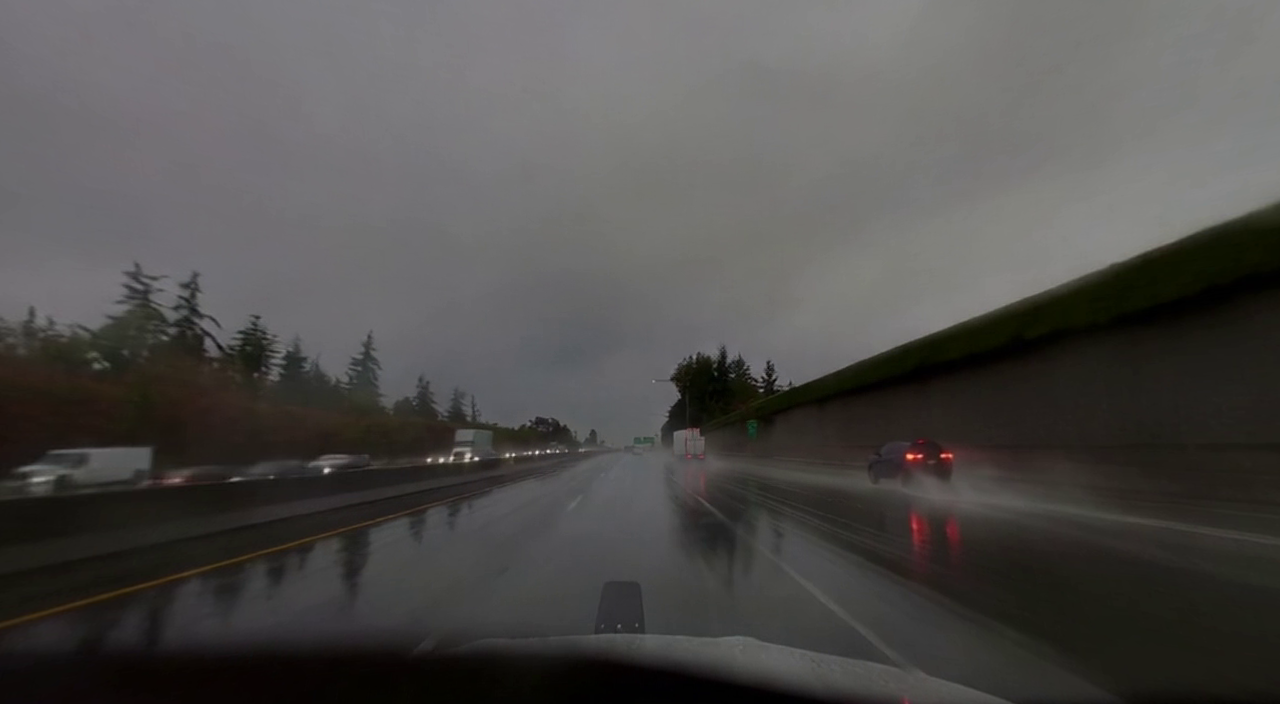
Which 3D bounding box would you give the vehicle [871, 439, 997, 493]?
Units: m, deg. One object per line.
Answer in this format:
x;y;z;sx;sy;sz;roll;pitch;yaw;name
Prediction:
9.901;3.860;21.694;1.950;1.632;4.845;0;-9;0;vehicle

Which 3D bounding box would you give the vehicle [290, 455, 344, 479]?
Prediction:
-23.791;8.454;46.527;1.899;1.625;4.527;0;-9;-4;vehicle

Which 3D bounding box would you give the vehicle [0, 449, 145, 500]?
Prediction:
-25.907;5.522;28.946;2.226;2.108;5.262;0;-9;-5;vehicle
